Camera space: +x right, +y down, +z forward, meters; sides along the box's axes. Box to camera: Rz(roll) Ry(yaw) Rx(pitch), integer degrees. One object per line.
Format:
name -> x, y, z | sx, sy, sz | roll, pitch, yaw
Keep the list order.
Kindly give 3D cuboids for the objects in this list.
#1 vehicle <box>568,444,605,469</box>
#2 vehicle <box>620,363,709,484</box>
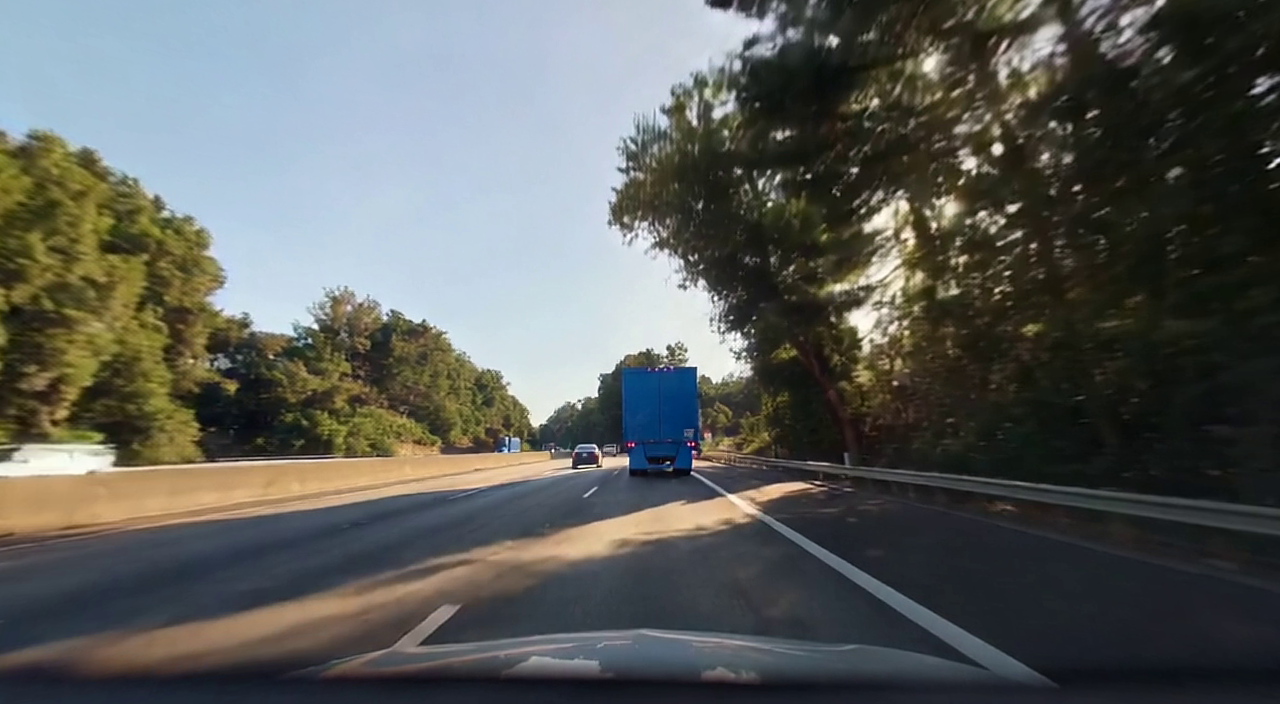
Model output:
vehicle -> -3.286, 6.514, 39.480 | 1.985, 1.482, 3.923 | 0, -9, 0
vehicle -> 0.770, 3.075, 25.795 | 2.898, 3.973, 10.063 | 0, -9, 0
